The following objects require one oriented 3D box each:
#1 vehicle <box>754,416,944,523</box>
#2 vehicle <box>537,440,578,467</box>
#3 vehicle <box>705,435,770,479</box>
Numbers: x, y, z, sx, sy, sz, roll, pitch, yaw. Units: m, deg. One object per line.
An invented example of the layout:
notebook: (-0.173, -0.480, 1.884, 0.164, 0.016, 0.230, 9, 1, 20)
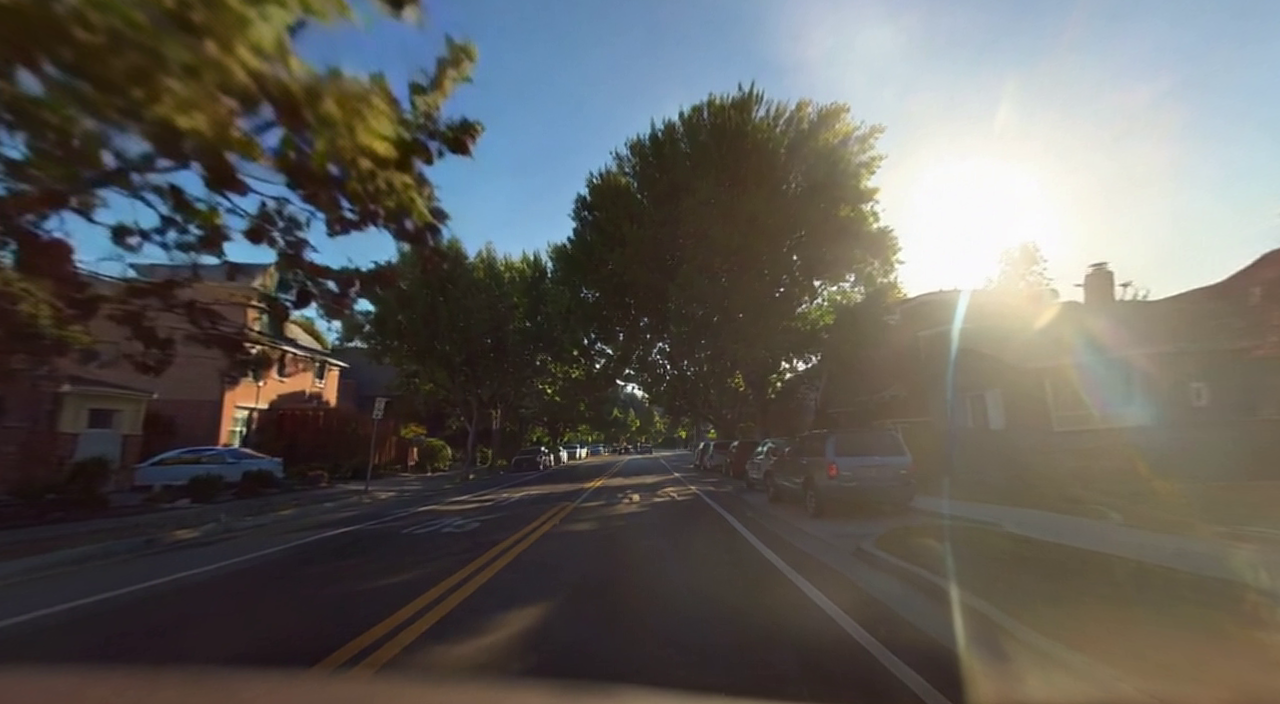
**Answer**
vehicle: (3.910, 2.279, 12.849, 1.937, 1.752, 4.574, 1, -8, -5)
vehicle: (-6.180, 7.652, 47.953, 2.252, 1.882, 5.883, -2, -8, 1)
vehicle: (4.000, 4.382, 26.755, 1.971, 1.665, 4.722, 0, -8, 0)
